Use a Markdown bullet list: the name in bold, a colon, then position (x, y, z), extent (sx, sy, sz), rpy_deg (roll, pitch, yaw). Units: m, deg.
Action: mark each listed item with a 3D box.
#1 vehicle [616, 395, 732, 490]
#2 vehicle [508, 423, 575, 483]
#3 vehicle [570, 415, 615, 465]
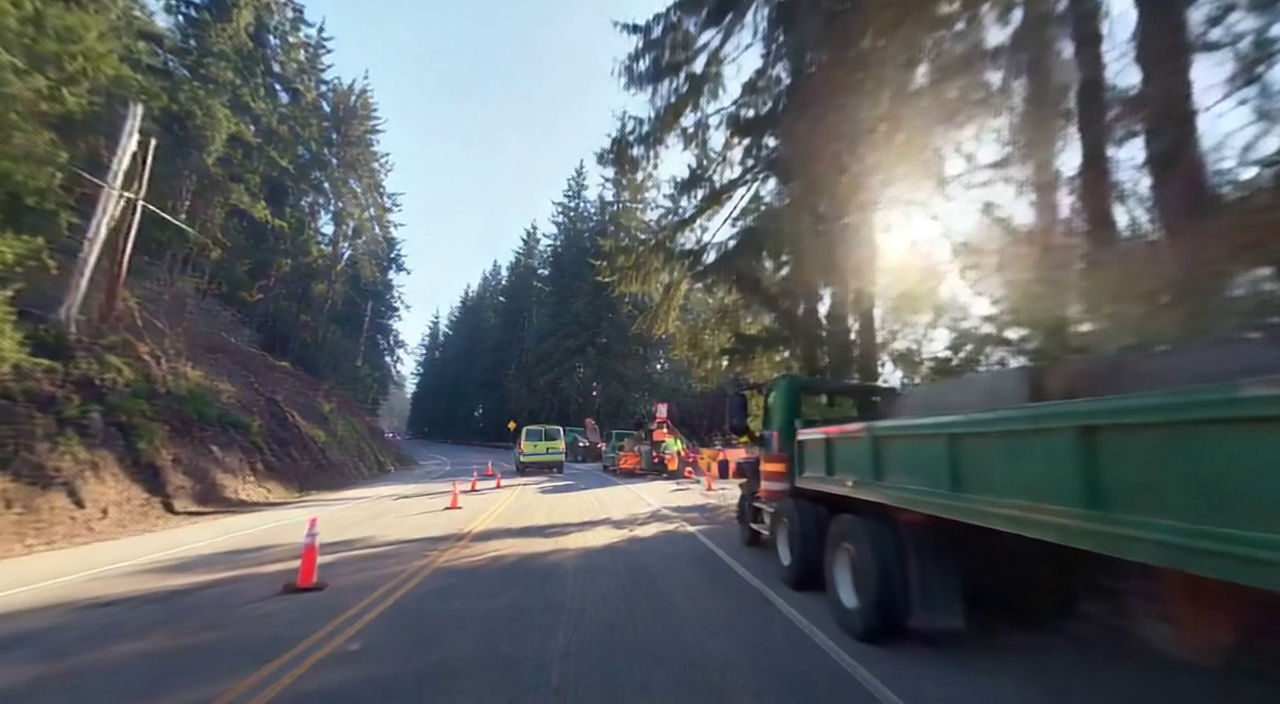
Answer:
- **vehicle**: position (1.057, 3.774, 26.661), extent (3.126, 3.310, 8.534), rpy_deg (1, -8, -9)
- **vehicle**: position (-4.208, 4.180, 26.315), extent (2.362, 2.223, 4.892), rpy_deg (2, -9, -13)
- **vehicle**: position (-3.171, 5.793, 41.308), extent (2.703, 3.066, 4.047), rpy_deg (1, -9, -7)
